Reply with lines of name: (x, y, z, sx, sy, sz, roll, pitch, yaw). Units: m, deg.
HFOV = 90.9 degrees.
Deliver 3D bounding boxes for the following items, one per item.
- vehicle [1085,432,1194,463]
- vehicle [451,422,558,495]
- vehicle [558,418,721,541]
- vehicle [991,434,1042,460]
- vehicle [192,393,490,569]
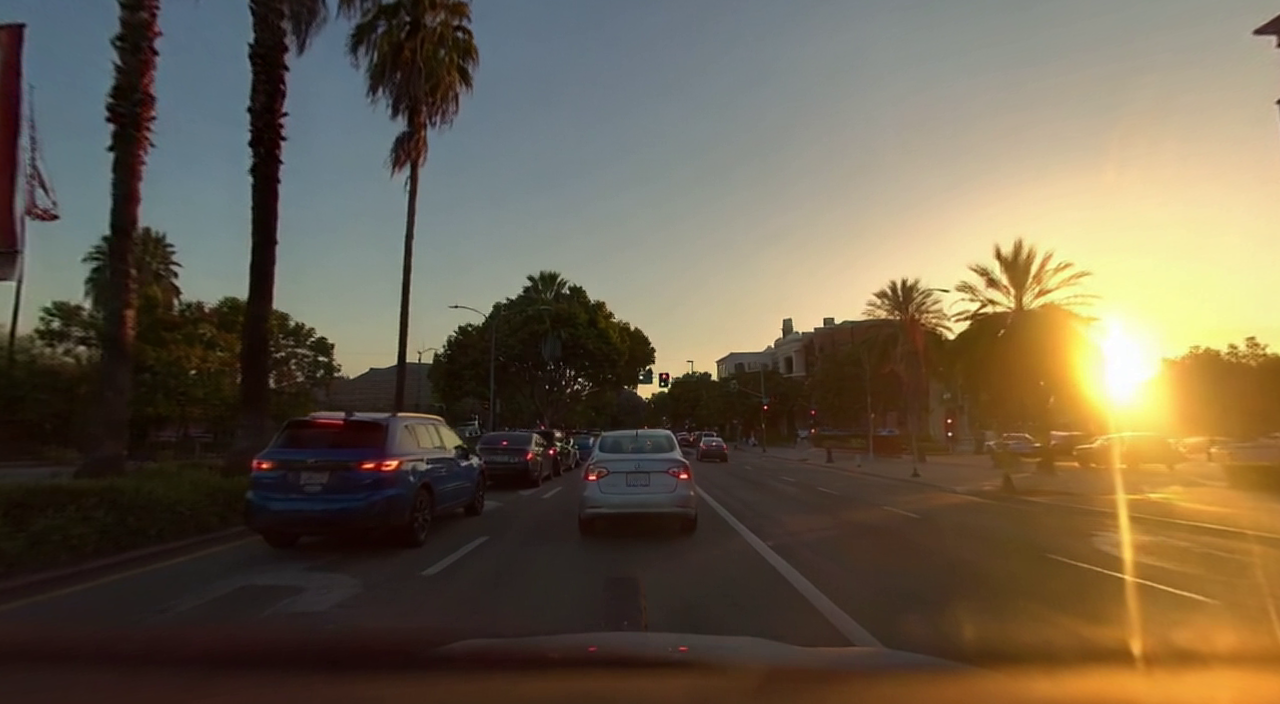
vehicle: (25.459, 4.893, 32.246, 3.914, 1.427, 1.779, -2, -8, 6)
vehicle: (-3.427, 2.782, 16.764, 1.840, 1.684, 4.041, 0, -8, 1)
vehicle: (-0.030, 1.982, 10.398, 2.114, 1.585, 4.285, 0, -8, -1)
vehicle: (26.018, 6.572, 43.638, 1.882, 1.672, 3.957, -2, -9, 14)
vehicle: (-3.507, 1.609, 8.546, 1.914, 1.741, 4.398, 0, -8, -1)
